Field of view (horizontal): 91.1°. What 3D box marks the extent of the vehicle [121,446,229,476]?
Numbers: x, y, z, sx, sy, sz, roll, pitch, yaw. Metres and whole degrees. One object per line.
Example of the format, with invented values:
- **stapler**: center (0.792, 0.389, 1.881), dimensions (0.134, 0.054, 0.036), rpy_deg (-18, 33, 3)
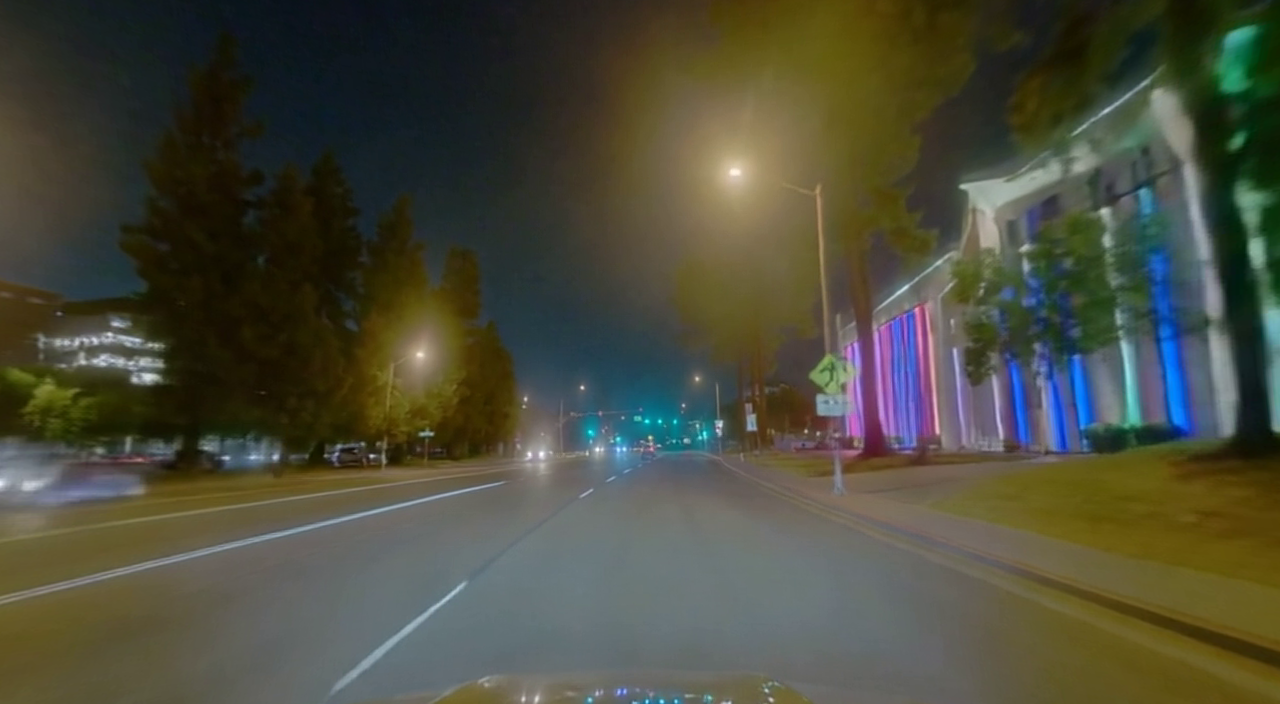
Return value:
- **vehicle**: center (-27.153, 6.357, 36.785), dimensions (4.816, 1.655, 1.928), rpy_deg (-1, -9, 3)
